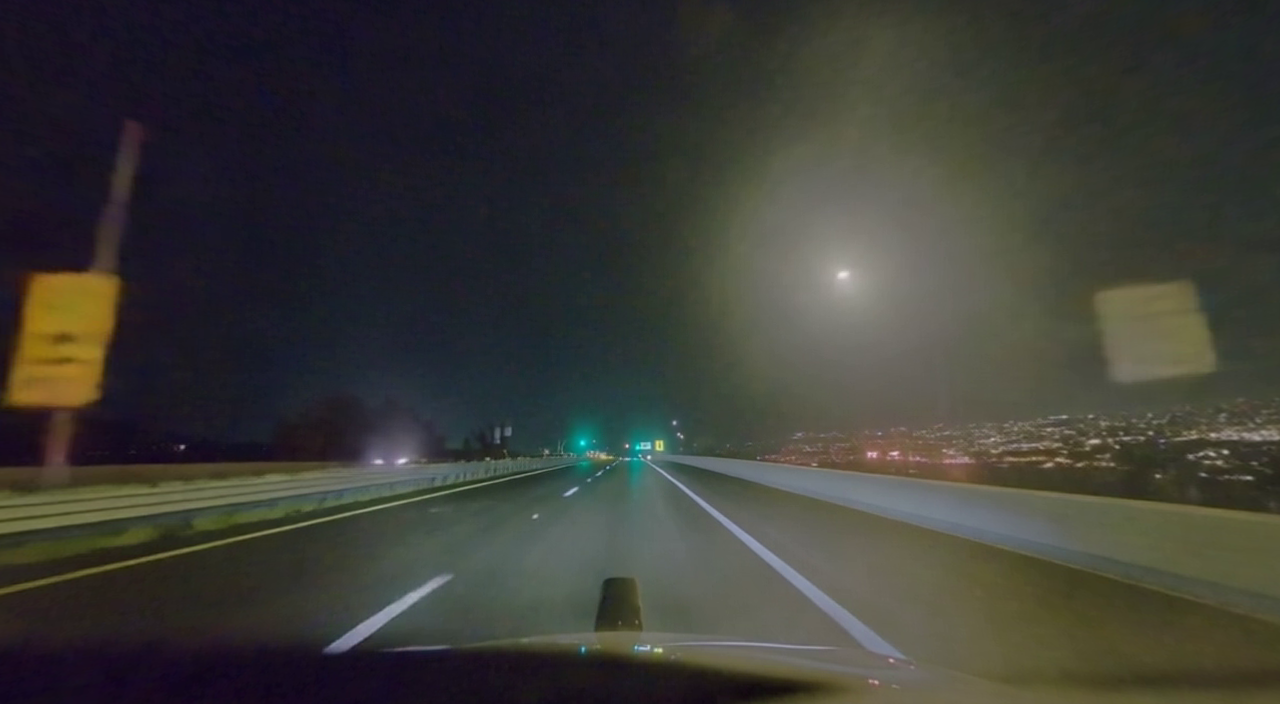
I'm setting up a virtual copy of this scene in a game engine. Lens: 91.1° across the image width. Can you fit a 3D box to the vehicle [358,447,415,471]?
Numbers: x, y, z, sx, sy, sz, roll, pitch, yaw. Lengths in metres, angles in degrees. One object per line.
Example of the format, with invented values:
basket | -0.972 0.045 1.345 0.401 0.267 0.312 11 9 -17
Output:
vehicle | -17.108 7.252 42.722 1.928 1.475 4.749 0 -9 0
